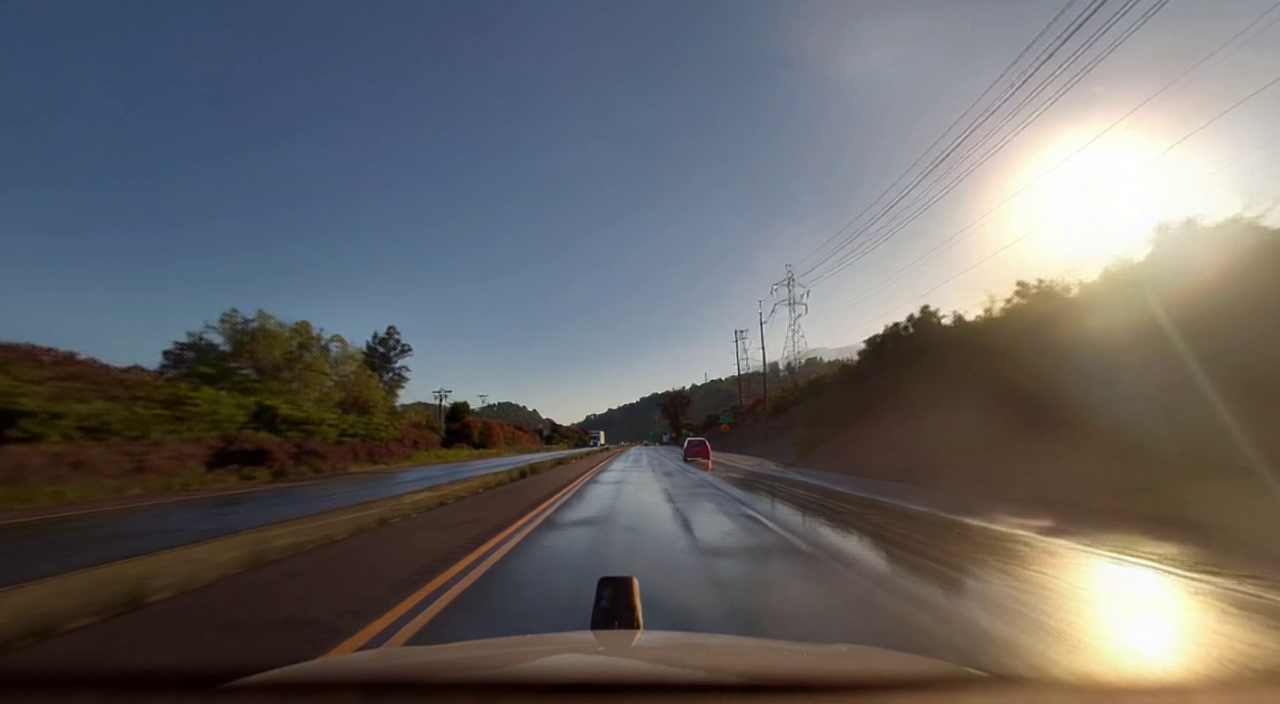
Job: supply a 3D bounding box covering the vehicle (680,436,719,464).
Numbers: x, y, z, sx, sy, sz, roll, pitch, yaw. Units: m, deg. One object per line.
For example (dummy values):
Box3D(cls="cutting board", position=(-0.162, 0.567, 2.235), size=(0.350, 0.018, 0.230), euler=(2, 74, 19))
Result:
Box3D(cls="vehicle", position=(3.587, 5.979, 38.555), size=(1.977, 1.581, 4.428), euler=(-1, -8, 0))
